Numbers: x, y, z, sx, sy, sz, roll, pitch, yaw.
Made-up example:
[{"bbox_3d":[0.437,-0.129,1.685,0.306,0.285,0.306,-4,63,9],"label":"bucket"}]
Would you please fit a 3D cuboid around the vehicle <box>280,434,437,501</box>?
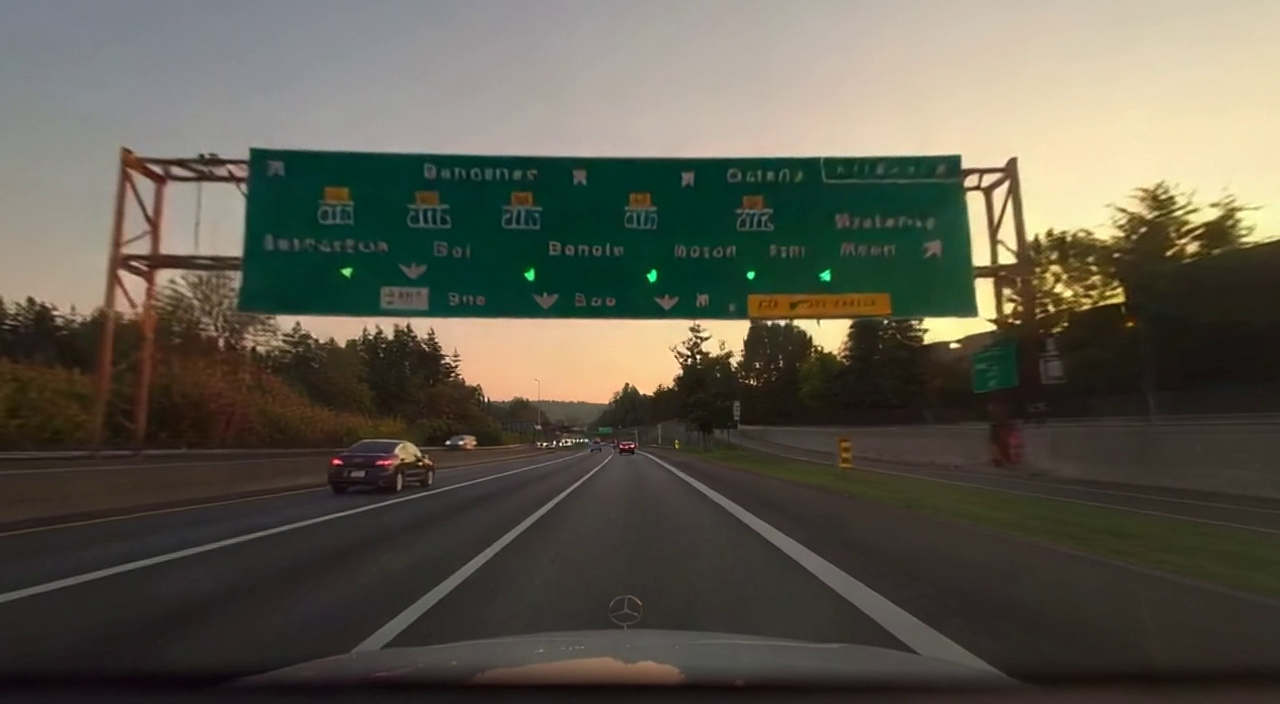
[{"bbox_3d":[-6.953,2.880,16.168,2.053,1.452,4.347,0,-8,0],"label":"vehicle"}]
